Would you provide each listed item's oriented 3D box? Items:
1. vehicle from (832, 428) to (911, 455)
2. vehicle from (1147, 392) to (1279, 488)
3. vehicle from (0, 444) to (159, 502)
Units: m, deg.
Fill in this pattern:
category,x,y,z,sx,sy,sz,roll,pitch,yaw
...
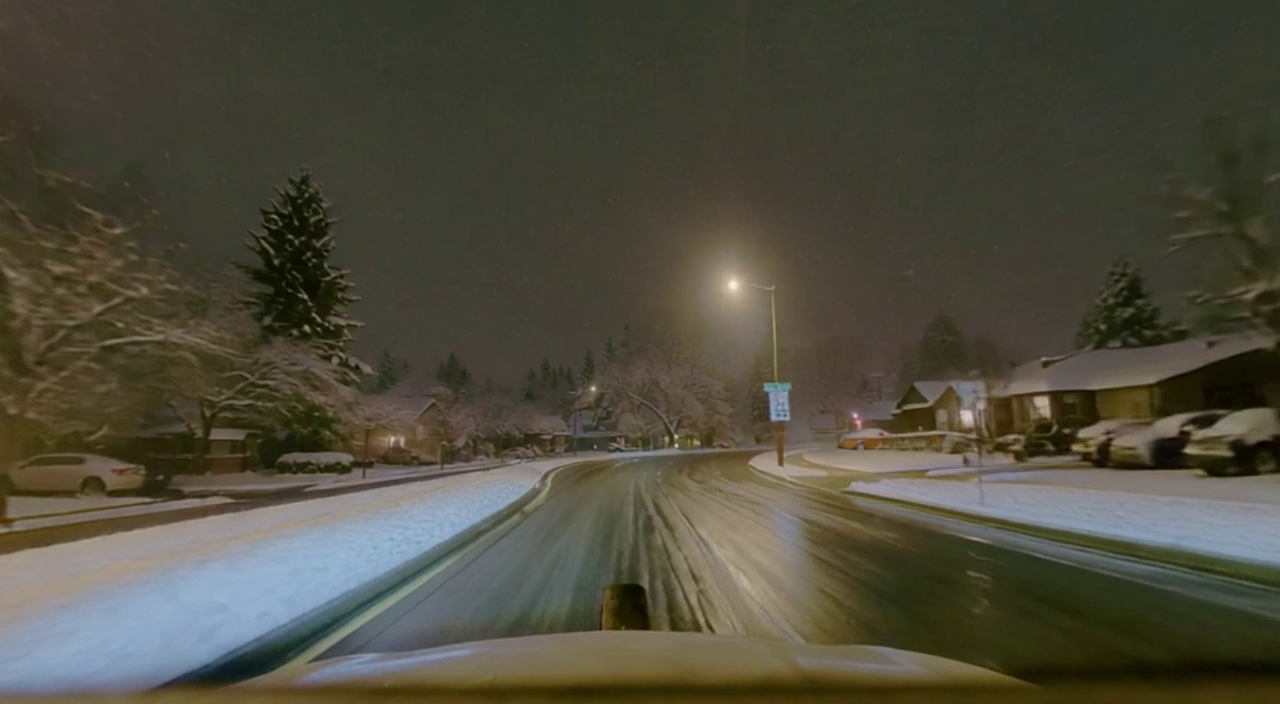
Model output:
category,x,y,z,sx,sy,sz,roll,pitch,yaw
vehicle,15.539,6.058,42.557,4.766,1.789,1.939,-2,-9,15
vehicle,14.347,1.744,13.485,4.730,1.808,2.199,-7,-10,14
vehicle,-20.049,4.118,21.716,4.879,1.854,2.265,1,-9,-6
